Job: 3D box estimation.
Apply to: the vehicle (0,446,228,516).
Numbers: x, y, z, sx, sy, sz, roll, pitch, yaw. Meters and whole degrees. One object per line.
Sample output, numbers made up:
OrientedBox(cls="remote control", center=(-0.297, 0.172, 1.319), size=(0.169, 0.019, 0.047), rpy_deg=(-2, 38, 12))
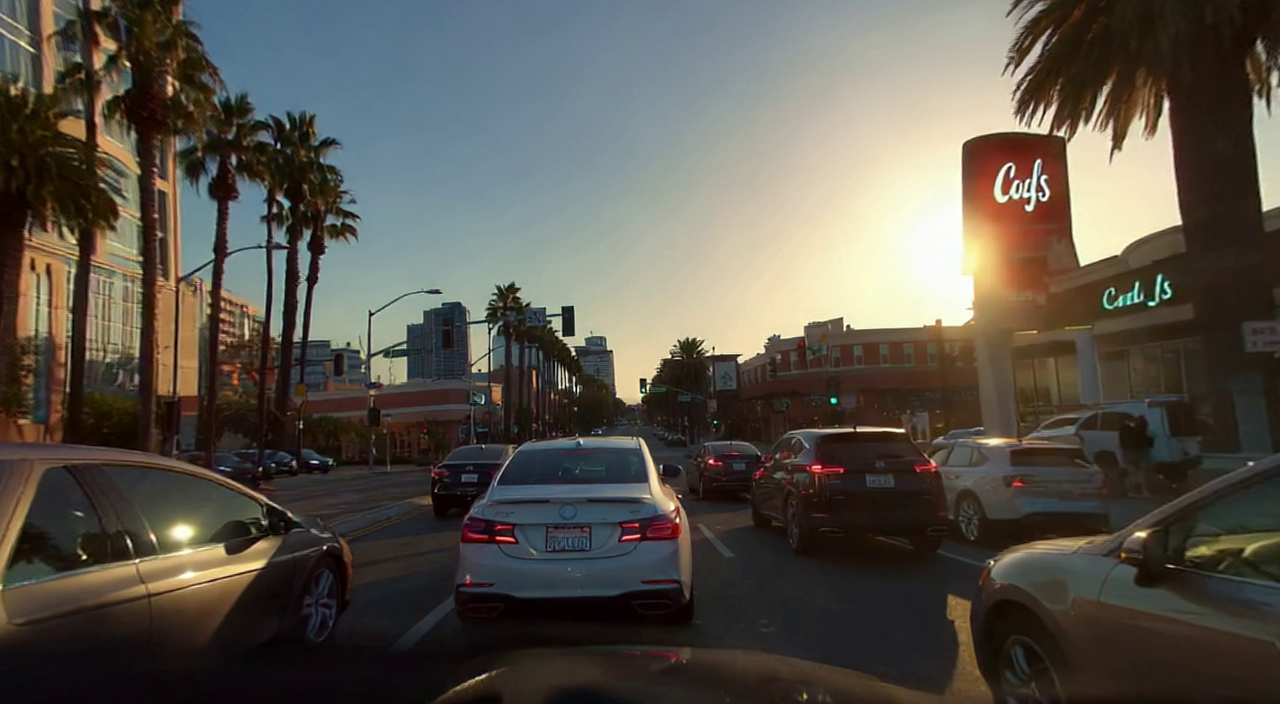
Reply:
OrientedBox(cls="vehicle", center=(-12.848, 3.132, 15.927), size=(1.870, 1.475, 4.531), rpy_deg=(0, -9, 0))

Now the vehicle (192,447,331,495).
OrientedBox(cls="vehicle", center=(-12.856, 4.024, 21.879), size=(1.856, 1.455, 4.700), rpy_deg=(0, -9, 1))

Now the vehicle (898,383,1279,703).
OrientedBox(cls="vehicle", center=(2.615, 0.806, 1.480), size=(2.085, 1.469, 4.458), rpy_deg=(0, -9, -1))

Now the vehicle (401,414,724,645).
OrientedBox(cls="vehicle", center=(-0.518, 1.467, 6.228), size=(2.096, 1.492, 4.071), rpy_deg=(0, -9, 0))

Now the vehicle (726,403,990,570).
OrientedBox(cls="vehicle", center=(2.648, 1.775, 9.076), size=(2.096, 1.775, 4.440), rpy_deg=(0, -9, -1))
